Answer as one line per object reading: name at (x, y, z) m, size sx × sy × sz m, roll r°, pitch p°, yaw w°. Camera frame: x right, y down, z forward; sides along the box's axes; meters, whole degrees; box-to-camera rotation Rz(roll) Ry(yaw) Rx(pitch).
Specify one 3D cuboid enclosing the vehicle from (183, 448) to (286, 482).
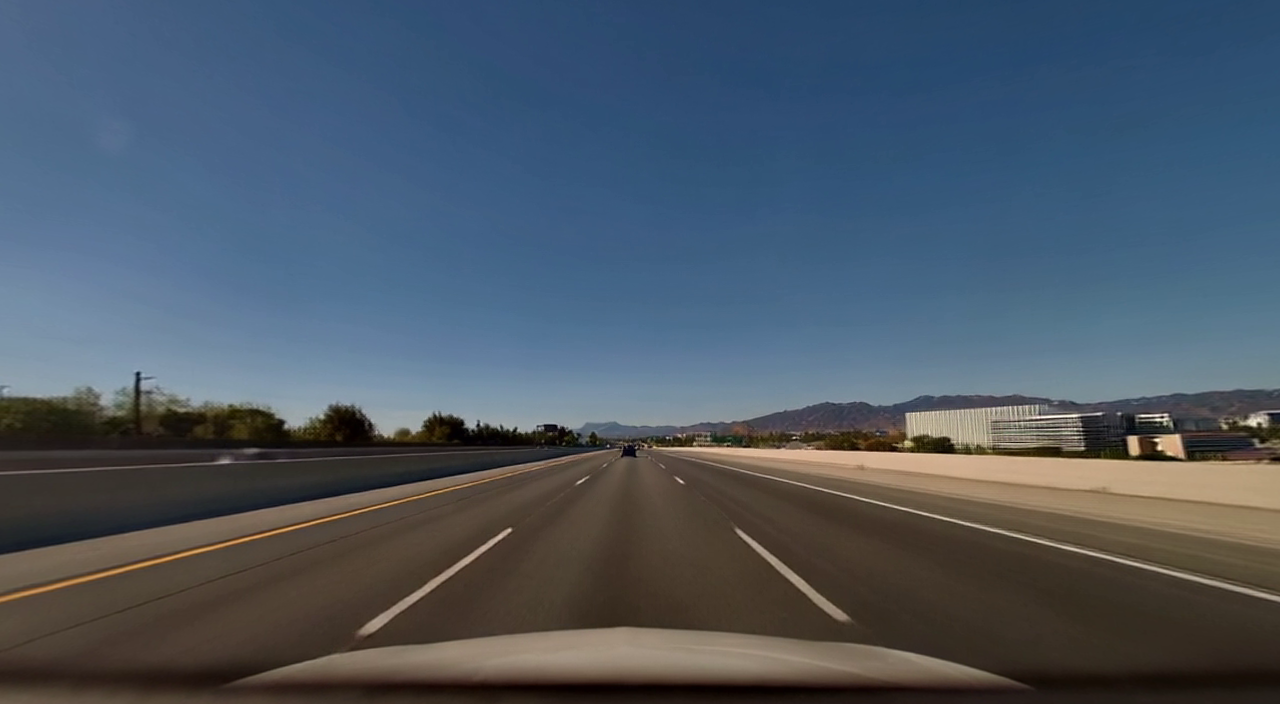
vehicle at (-19.899, 5.545, 31.289) m, size 1.983 × 1.509 × 4.699 m, roll 0°, pitch -9°, yaw -1°
